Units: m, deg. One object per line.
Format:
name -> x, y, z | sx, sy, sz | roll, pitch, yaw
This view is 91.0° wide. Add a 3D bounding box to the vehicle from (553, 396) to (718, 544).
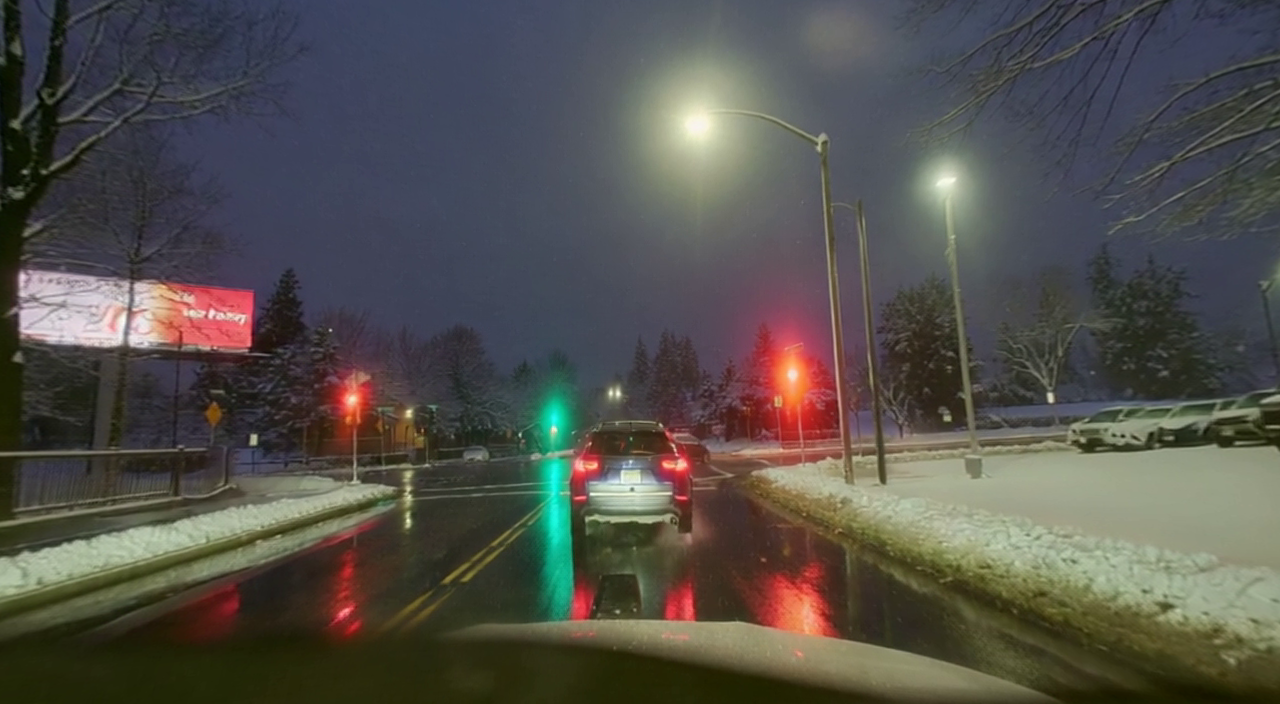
vehicle -> -0.083, 1.818, 10.218 | 2.142, 1.904, 3.816 | 0, -8, -1
